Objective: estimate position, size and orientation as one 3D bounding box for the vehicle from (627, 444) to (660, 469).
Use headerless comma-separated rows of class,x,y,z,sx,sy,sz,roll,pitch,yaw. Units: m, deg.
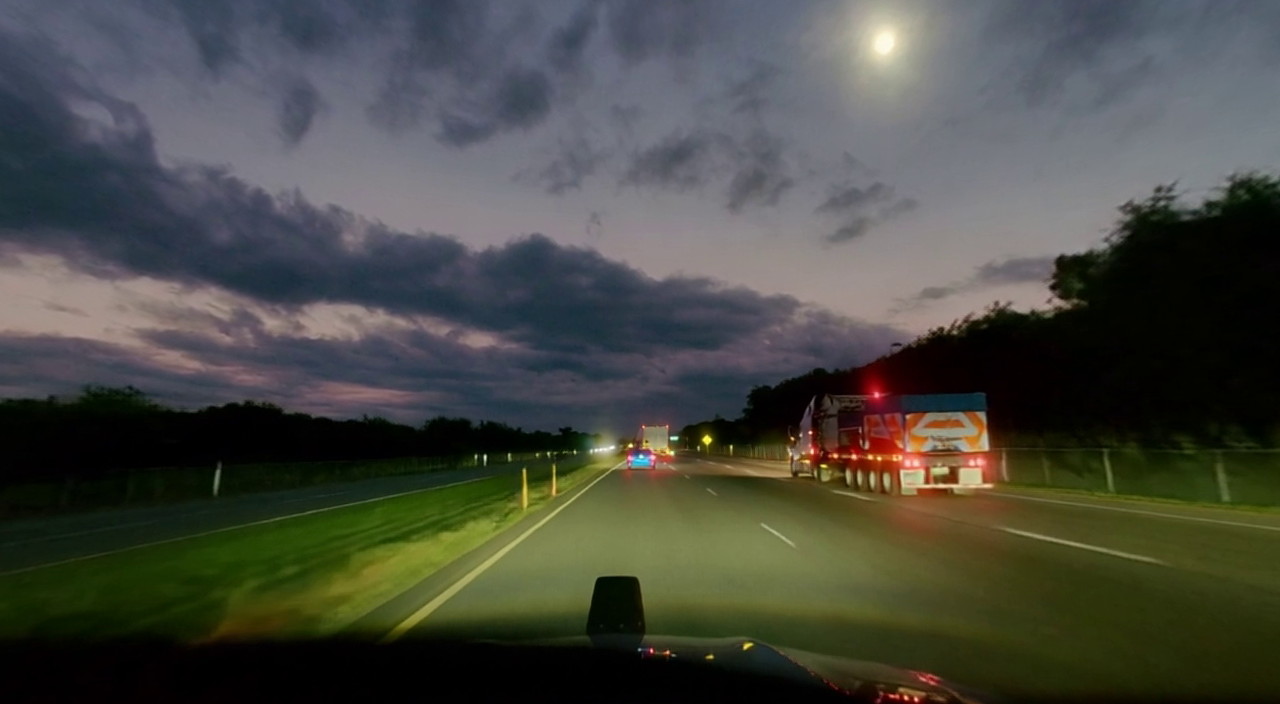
vehicle,0.220,6.906,41.784,2.065,1.573,3.734,0,-9,-1
